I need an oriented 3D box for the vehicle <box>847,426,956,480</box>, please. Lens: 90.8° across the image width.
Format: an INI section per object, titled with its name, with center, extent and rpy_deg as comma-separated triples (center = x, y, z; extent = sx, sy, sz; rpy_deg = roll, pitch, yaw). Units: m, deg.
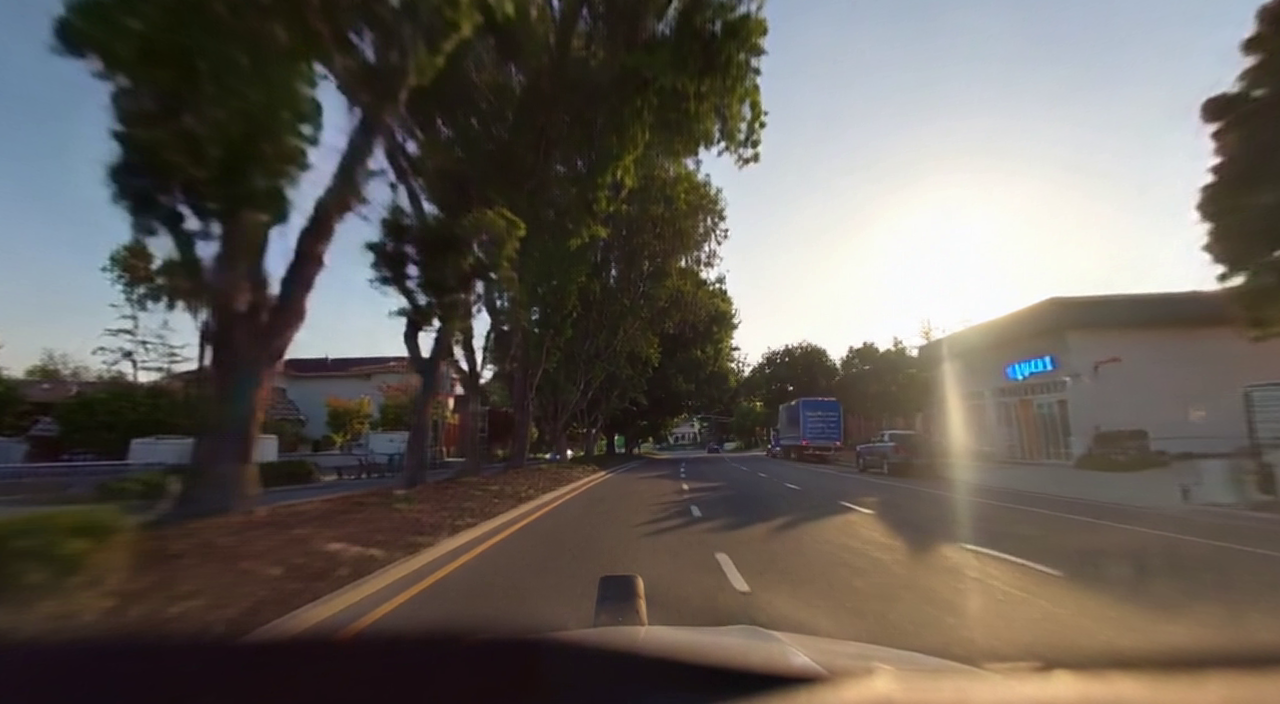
[vehicle]
center = 10.419, 4.092, 25.806
extent = 2.200, 1.944, 5.935
rpy_deg = 0, -8, 3
